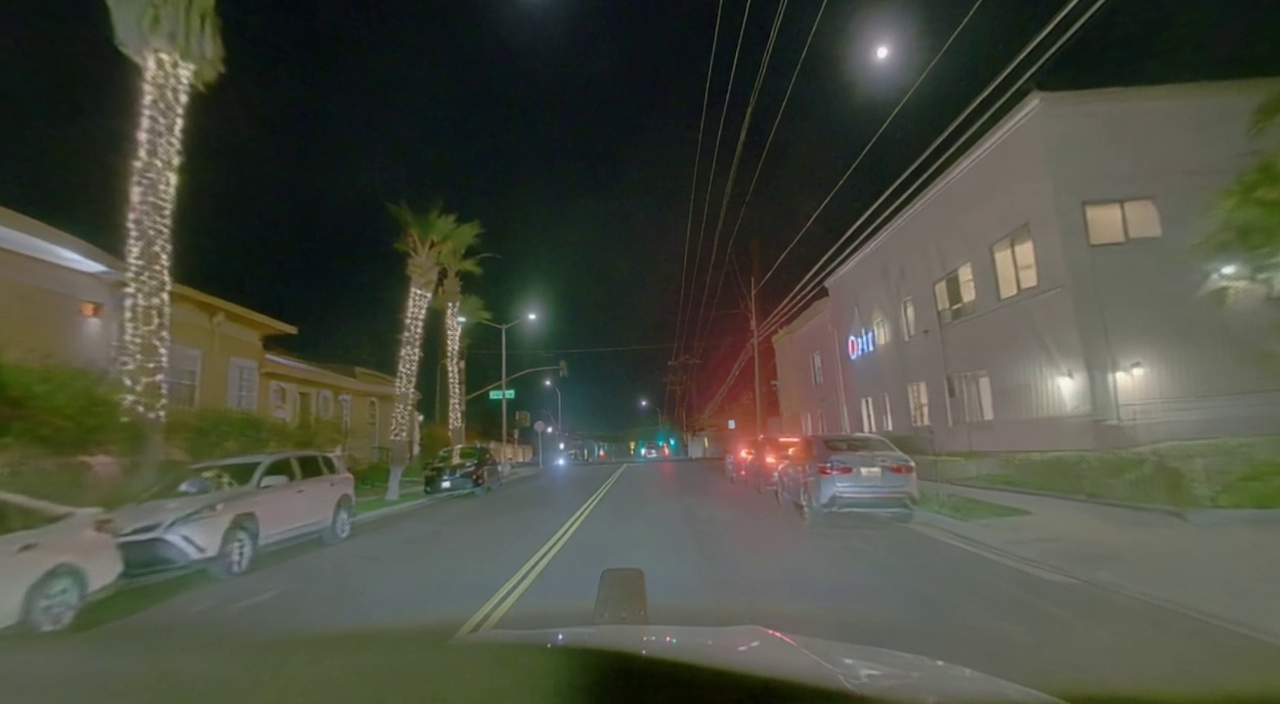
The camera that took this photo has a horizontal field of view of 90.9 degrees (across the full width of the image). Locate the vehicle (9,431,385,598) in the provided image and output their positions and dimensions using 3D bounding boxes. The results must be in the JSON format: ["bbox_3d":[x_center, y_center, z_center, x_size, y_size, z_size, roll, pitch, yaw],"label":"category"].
[{"bbox_3d":[-6.183,2.270,9.986,2.007,1.876,5.361,-1,-8,1],"label":"vehicle"}]

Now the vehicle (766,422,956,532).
[{"bbox_3d":[3.732,2.204,11.766,1.948,1.607,4.873,-1,-8,2],"label":"vehicle"}]

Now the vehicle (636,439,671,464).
[{"bbox_3d":[0.812,6.438,41.018,2.125,1.524,4.404,0,-8,0],"label":"vehicle"}]

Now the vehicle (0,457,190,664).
[{"bbox_3d":[-6.040,1.669,4.907,1.931,1.574,4.360,0,-8,-2],"label":"vehicle"}]

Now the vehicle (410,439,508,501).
[{"bbox_3d":[-6.023,3.962,21.714,2.126,1.864,4.831,0,-8,-2],"label":"vehicle"}]
